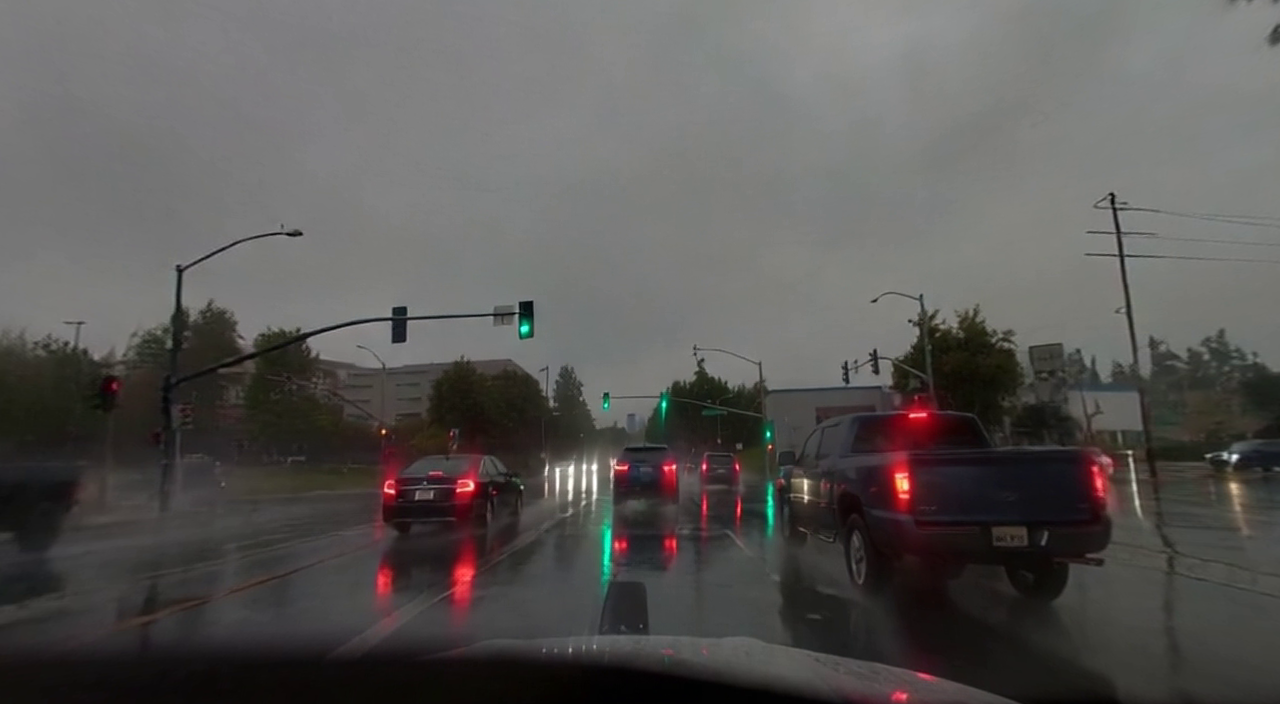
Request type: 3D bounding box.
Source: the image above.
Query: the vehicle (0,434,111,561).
[{"bbox_3d":[-10.317,2.058,8.659,2.099,1.813,4.583,-1,-9,0],"label":"vehicle"}]

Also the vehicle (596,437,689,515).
[{"bbox_3d":[0.067,3.141,16.399,2.113,1.768,3.901,0,-9,1],"label":"vehicle"}]

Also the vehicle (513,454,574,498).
[{"bbox_3d":[-3.843,4.720,24.403,2.072,1.450,4.612,2,-9,-11],"label":"vehicle"}]

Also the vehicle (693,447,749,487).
[{"bbox_3d":[4.234,6.107,33.893,2.408,1.908,5.355,0,-9,1],"label":"vehicle"}]

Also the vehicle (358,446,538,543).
[{"bbox_3d":[-3.354,2.574,12.165,1.909,1.476,4.751,0,-9,1],"label":"vehicle"}]

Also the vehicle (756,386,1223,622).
[{"bbox_3d":[3.285,1.644,7.958,2.571,1.857,5.841,0,-9,0],"label":"vehicle"}]

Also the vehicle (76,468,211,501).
[{"bbox_3d":[-25.131,6.712,32.066,5.100,1.533,2.032,0,-9,0],"label":"vehicle"}]

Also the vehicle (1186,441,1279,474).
[{"bbox_3d":[31.479,5.383,32.294,4.869,1.622,2.230,0,-9,-1],"label":"vehicle"}]

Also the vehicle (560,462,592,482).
[{"bbox_3d":[-4.934,9.334,49.227,1.882,1.342,3.755,-4,-9,3],"label":"vehicle"}]
